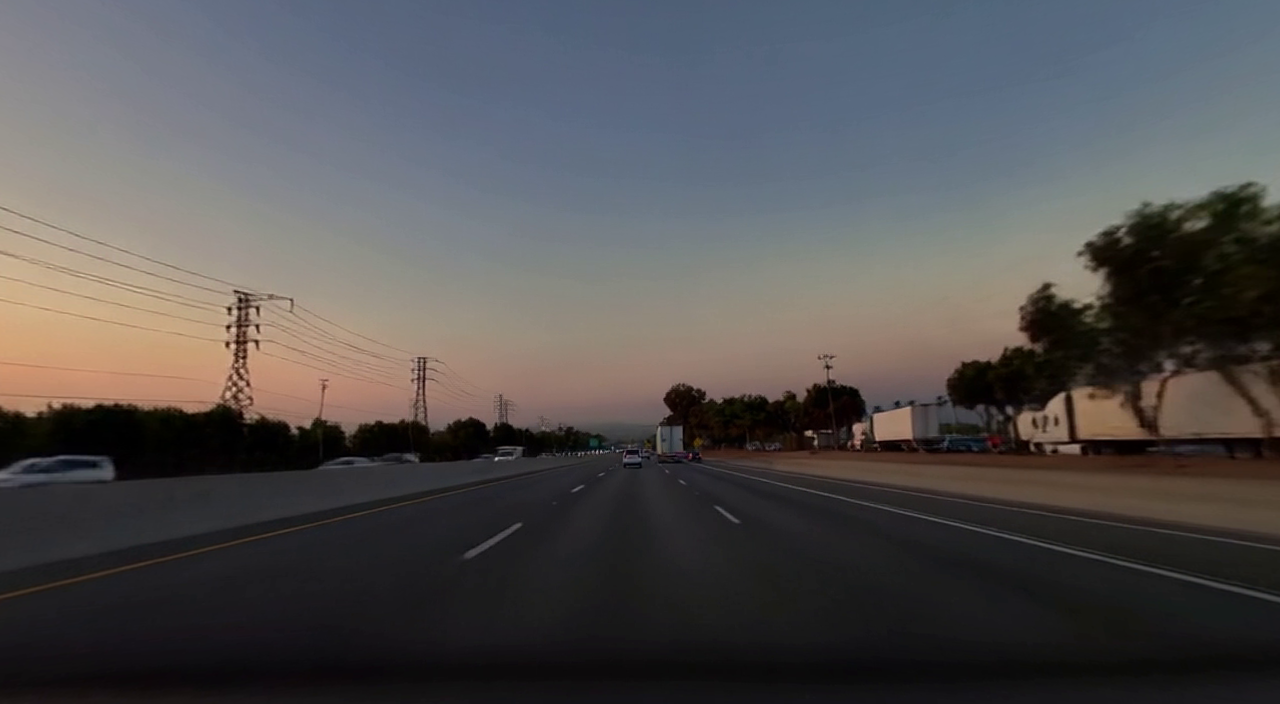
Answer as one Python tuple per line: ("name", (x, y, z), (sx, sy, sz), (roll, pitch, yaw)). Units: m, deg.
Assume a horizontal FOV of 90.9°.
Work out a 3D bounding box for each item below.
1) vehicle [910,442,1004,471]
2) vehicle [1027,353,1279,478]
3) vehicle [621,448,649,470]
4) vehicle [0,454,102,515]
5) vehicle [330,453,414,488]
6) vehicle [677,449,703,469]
("vehicle", (22.795, 7.595, 45.909), (2.735, 1.910, 7.423), (0, -9, -3))
("vehicle", (23.612, 3.179, 28.095), (3.234, 4.276, 14.411), (0, -9, -1))
("vehicle", (-0.401, 8.453, 49.857), (2.111, 1.599, 3.859), (0, -9, -1))
("vehicle", (-23.625, 4.854, 23.399), (2.412, 2.091, 5.424), (0, -9, 0))
("vehicle", (-12.258, 5.420, 29.144), (1.855, 1.429, 4.461), (0, -9, 1))
("vehicle", (3.923, 8.397, 49.608), (1.779, 1.512, 3.517), (0, -9, 0))
